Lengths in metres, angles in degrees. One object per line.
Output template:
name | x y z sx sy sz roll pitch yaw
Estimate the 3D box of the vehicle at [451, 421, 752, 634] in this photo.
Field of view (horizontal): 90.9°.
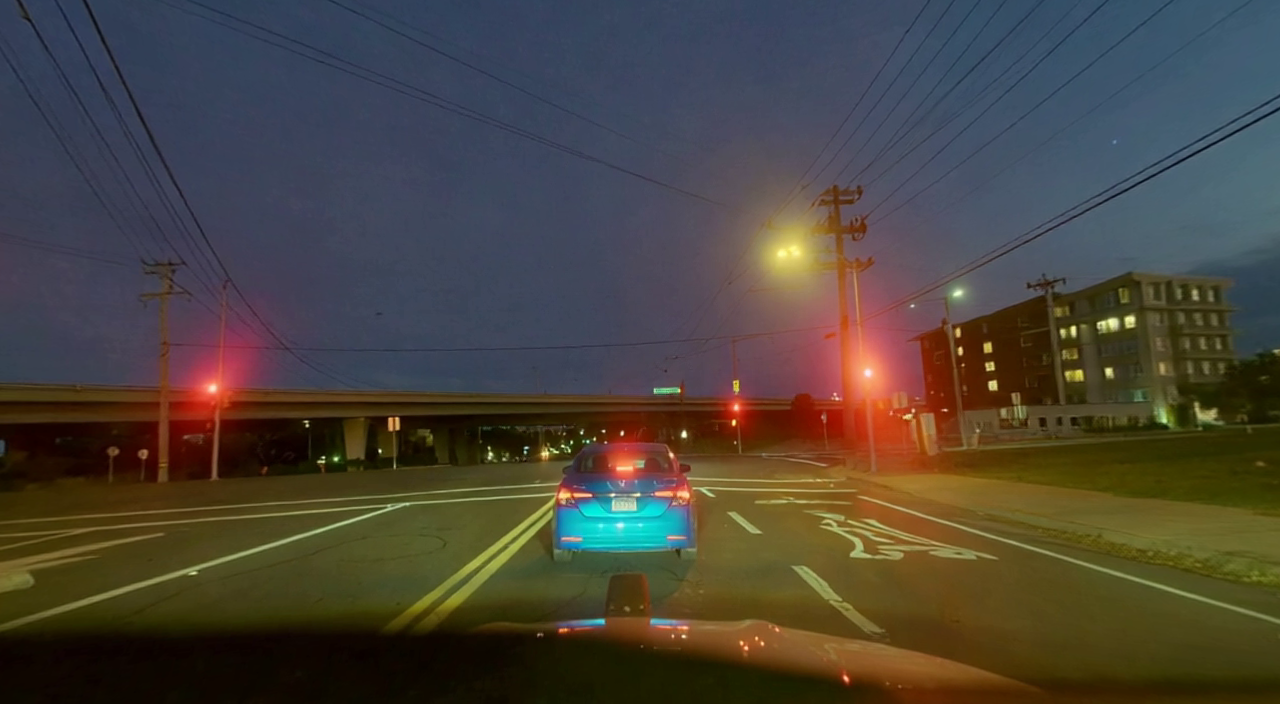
vehicle | -0.235 1.531 6.471 2.090 1.458 4.033 -1 -9 1
